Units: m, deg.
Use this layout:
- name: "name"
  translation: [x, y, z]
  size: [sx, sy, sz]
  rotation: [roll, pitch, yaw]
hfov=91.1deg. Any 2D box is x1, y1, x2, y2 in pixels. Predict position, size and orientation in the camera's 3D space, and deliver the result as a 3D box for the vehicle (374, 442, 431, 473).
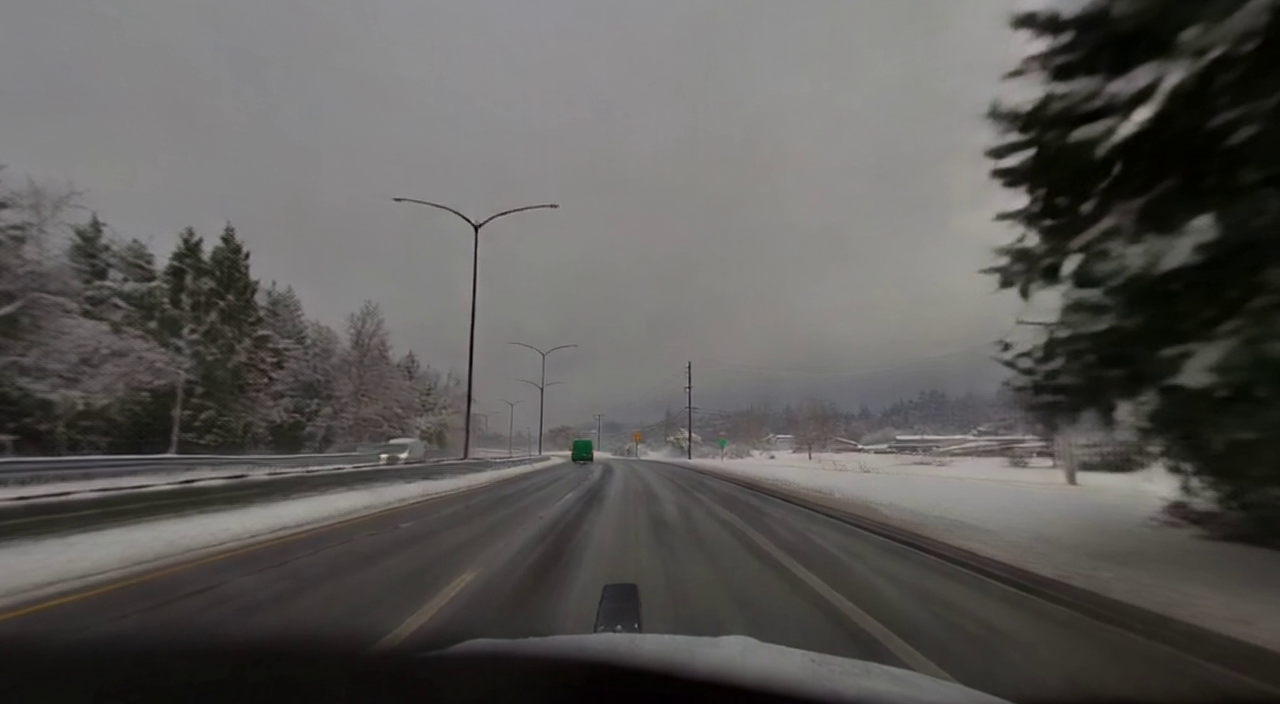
- name: "vehicle"
  translation: [-14.985, 6.652, 39.878]
  size: [2.084, 1.806, 4.332]
  rotation: [0, -9, -3]
